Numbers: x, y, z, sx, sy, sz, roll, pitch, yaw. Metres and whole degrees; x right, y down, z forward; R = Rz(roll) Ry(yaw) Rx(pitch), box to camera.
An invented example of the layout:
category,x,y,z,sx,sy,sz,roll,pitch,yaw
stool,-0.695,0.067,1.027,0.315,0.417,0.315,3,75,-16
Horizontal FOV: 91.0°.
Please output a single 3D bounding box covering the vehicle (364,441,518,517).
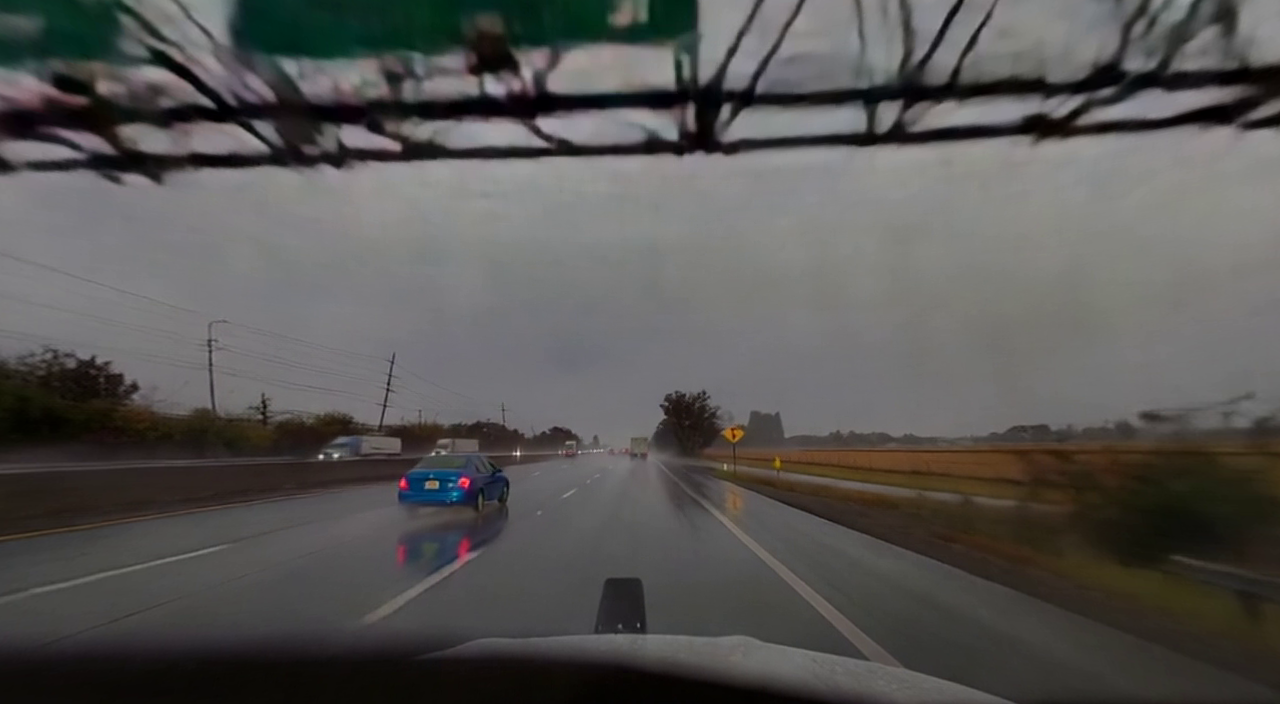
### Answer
category,x,y,z,sx,sy,sz,roll,pitch,yaw
vehicle,-4.408,2.879,14.818,2.104,1.501,4.459,0,-9,1
